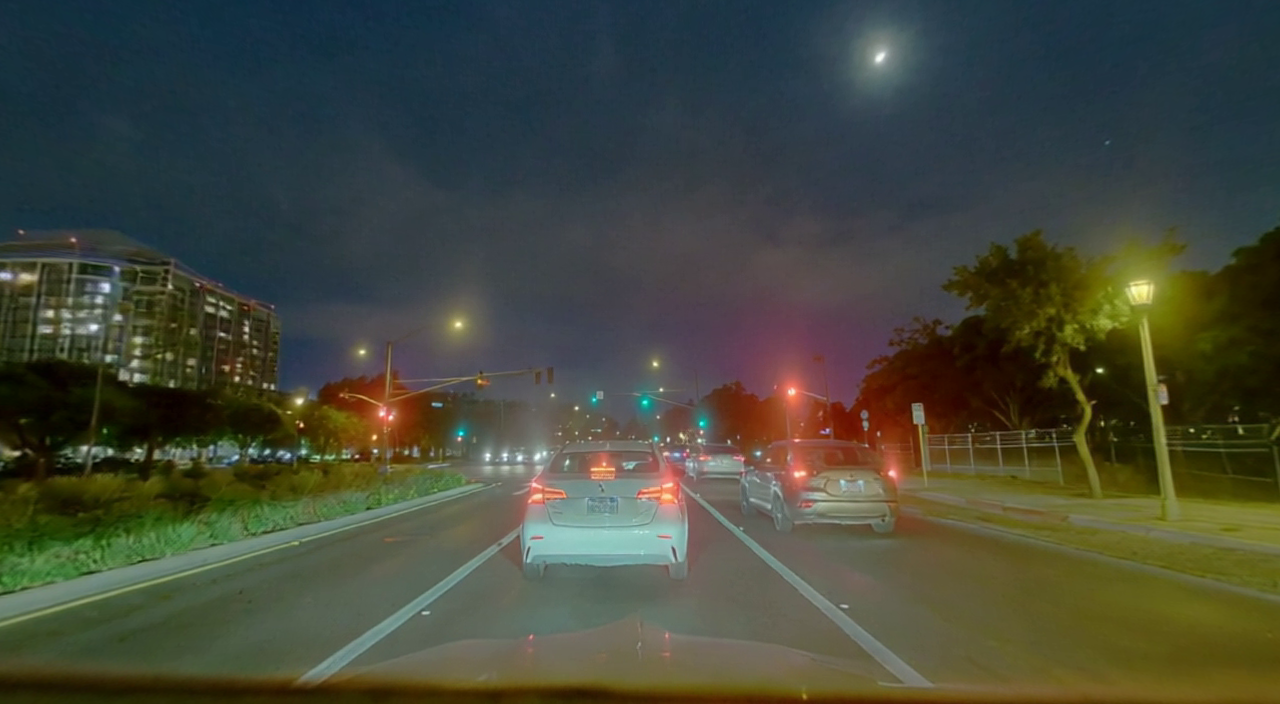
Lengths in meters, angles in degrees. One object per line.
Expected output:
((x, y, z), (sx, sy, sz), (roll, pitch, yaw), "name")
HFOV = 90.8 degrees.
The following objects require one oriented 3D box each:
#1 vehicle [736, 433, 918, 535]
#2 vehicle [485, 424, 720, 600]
((3.110, 2.284, 11.572), (1.910, 1.474, 4.263), (0, -9, -2), "vehicle")
((-0.347, 1.645, 7.267), (2.006, 1.487, 3.535), (0, -9, -1), "vehicle")
